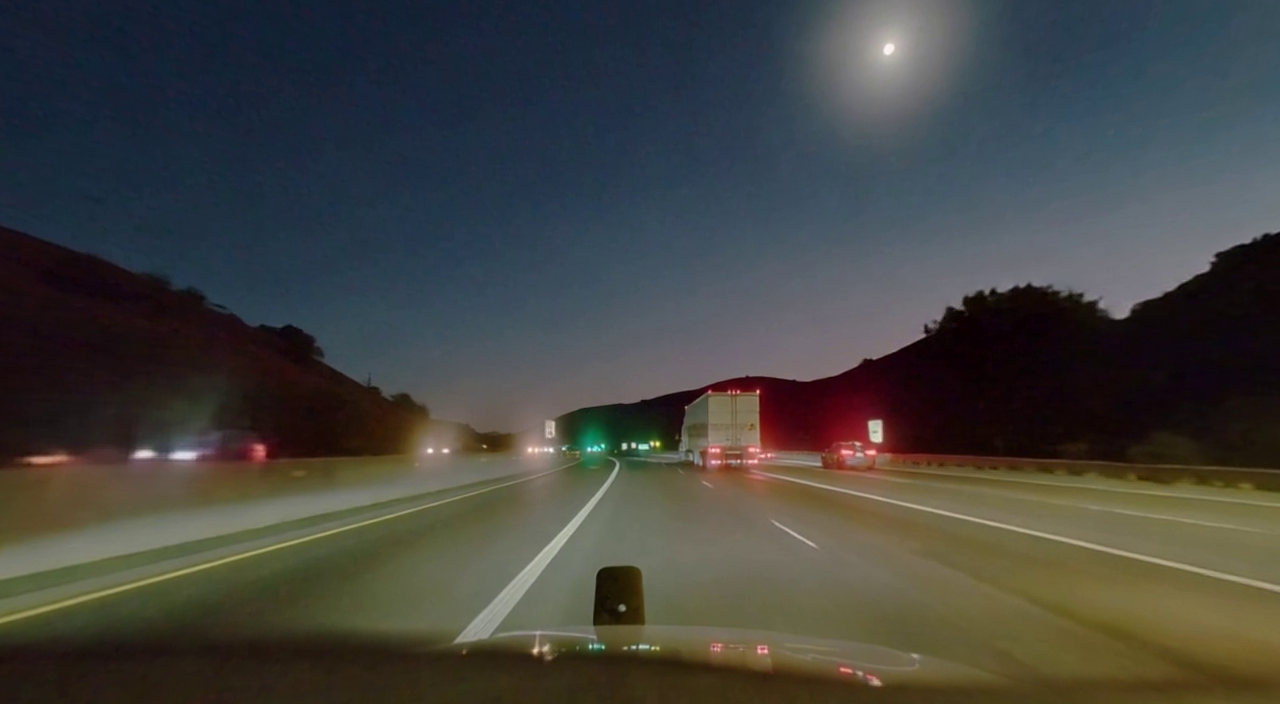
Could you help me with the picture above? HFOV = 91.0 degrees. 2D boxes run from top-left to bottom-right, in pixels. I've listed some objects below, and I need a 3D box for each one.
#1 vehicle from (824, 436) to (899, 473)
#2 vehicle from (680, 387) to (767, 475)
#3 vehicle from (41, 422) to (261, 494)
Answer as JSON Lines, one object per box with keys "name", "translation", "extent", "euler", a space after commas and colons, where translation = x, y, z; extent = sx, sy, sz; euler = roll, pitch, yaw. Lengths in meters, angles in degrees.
{"name": "vehicle", "translation": [11.371, 5.295, 32.713], "extent": [2.046, 1.741, 4.769], "euler": [1, -9, -1]}
{"name": "vehicle", "translation": [4.118, 4.378, 33.912], "extent": [3.049, 3.968, 10.706], "euler": [0, -9, -1]}
{"name": "vehicle", "translation": [-16.225, 3.569, 21.628], "extent": [2.465, 2.075, 6.336], "euler": [0, -9, 0]}
